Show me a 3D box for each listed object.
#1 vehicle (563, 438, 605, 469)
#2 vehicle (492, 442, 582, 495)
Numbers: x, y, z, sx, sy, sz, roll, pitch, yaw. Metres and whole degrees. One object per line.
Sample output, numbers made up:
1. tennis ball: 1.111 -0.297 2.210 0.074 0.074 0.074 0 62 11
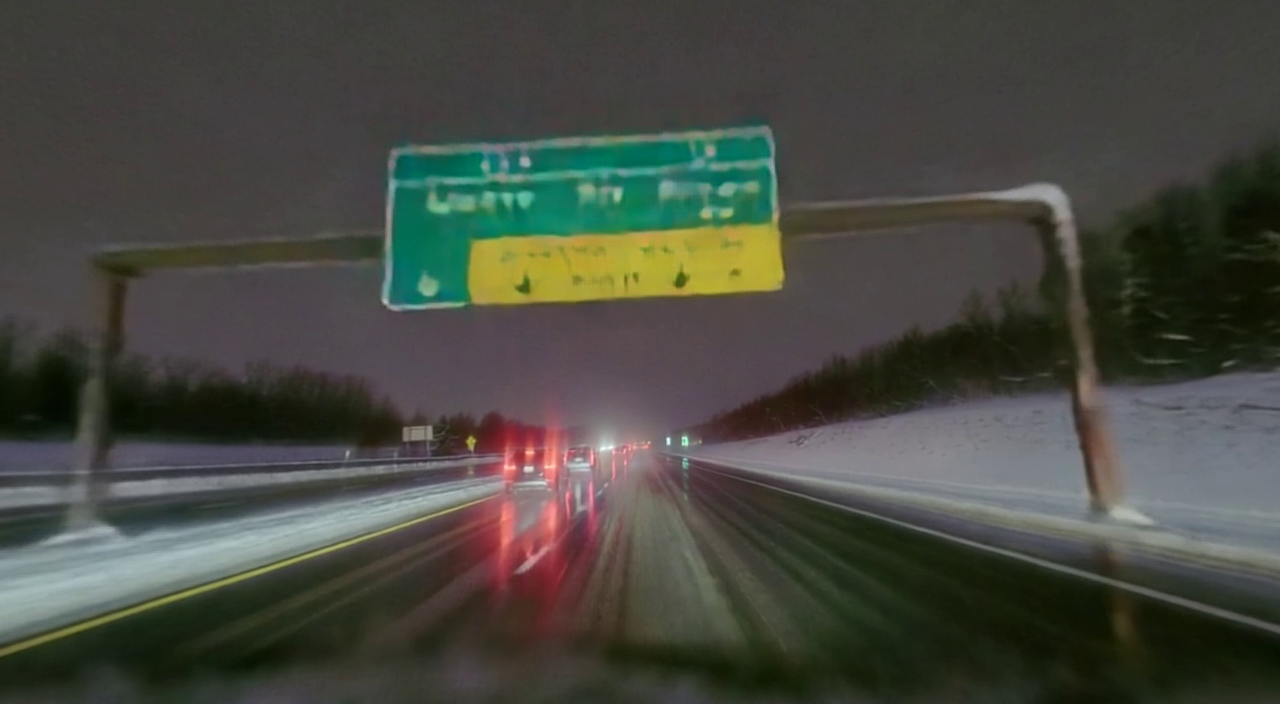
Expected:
1. vehicle: -3.458 6.357 39.492 2.177 1.852 4.427 0 -9 1
2. vehicle: -3.191 3.725 20.537 2.044 1.527 4.607 0 -9 1
